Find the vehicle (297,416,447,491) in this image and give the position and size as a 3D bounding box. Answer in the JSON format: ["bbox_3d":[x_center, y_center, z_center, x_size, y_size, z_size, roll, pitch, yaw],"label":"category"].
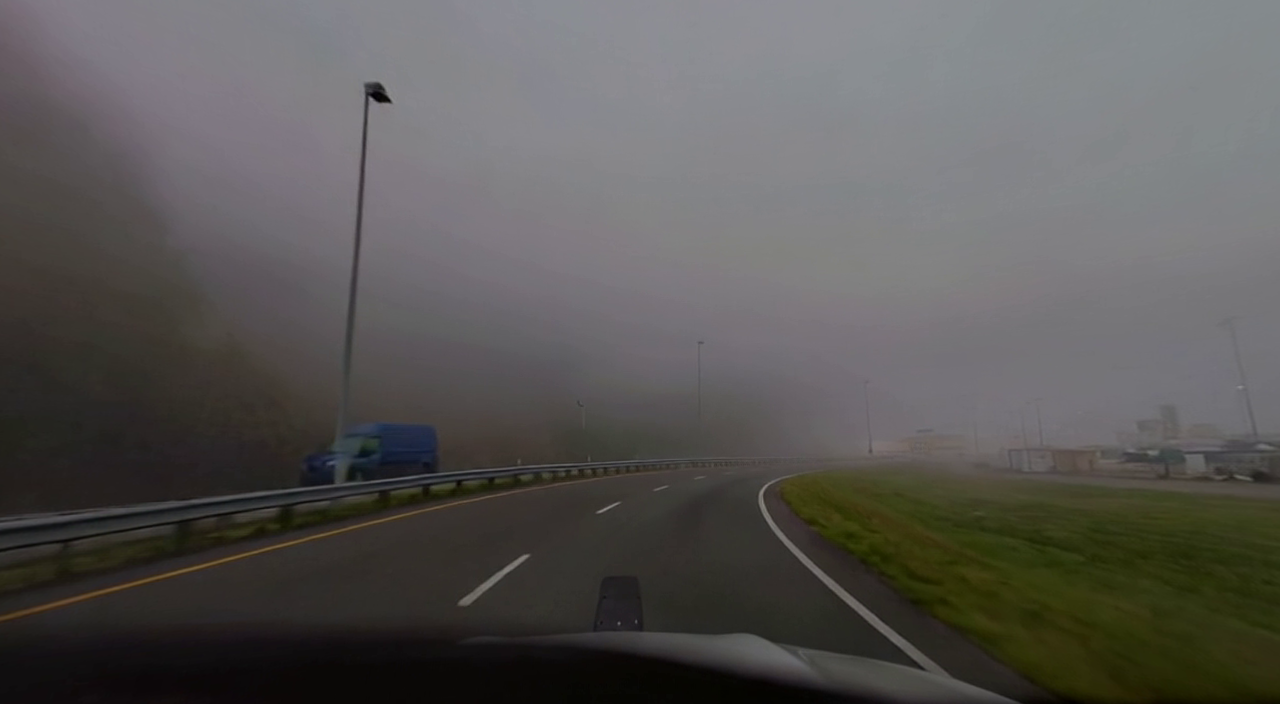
[{"bbox_3d":[-10.425,4.033,25.147,2.396,2.635,5.921,-2,-9,13],"label":"vehicle"}]
